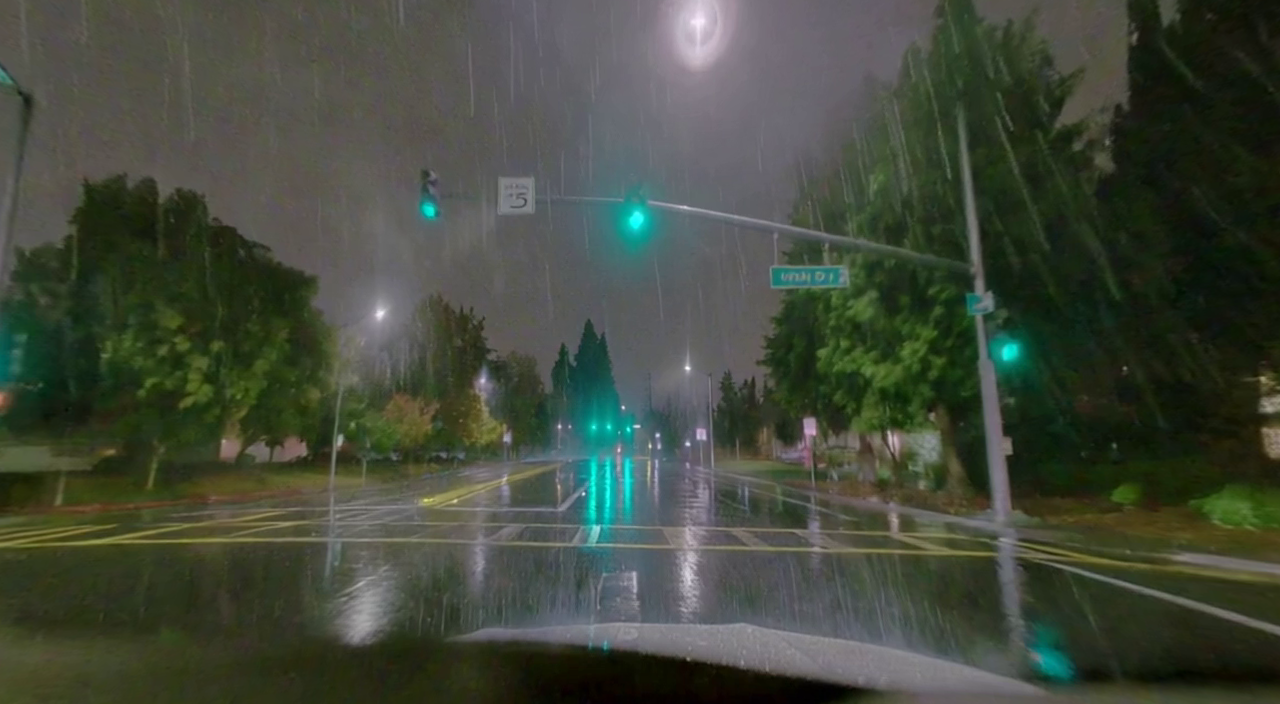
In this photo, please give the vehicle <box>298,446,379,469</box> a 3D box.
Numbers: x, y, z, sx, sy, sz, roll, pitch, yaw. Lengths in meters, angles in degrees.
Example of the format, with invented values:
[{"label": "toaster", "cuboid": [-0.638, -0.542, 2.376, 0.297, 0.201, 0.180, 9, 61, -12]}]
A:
[{"label": "vehicle", "cuboid": [-20.713, 7.274, 43.495, 4.536, 1.502, 1.975, -1, -9, 4]}]
